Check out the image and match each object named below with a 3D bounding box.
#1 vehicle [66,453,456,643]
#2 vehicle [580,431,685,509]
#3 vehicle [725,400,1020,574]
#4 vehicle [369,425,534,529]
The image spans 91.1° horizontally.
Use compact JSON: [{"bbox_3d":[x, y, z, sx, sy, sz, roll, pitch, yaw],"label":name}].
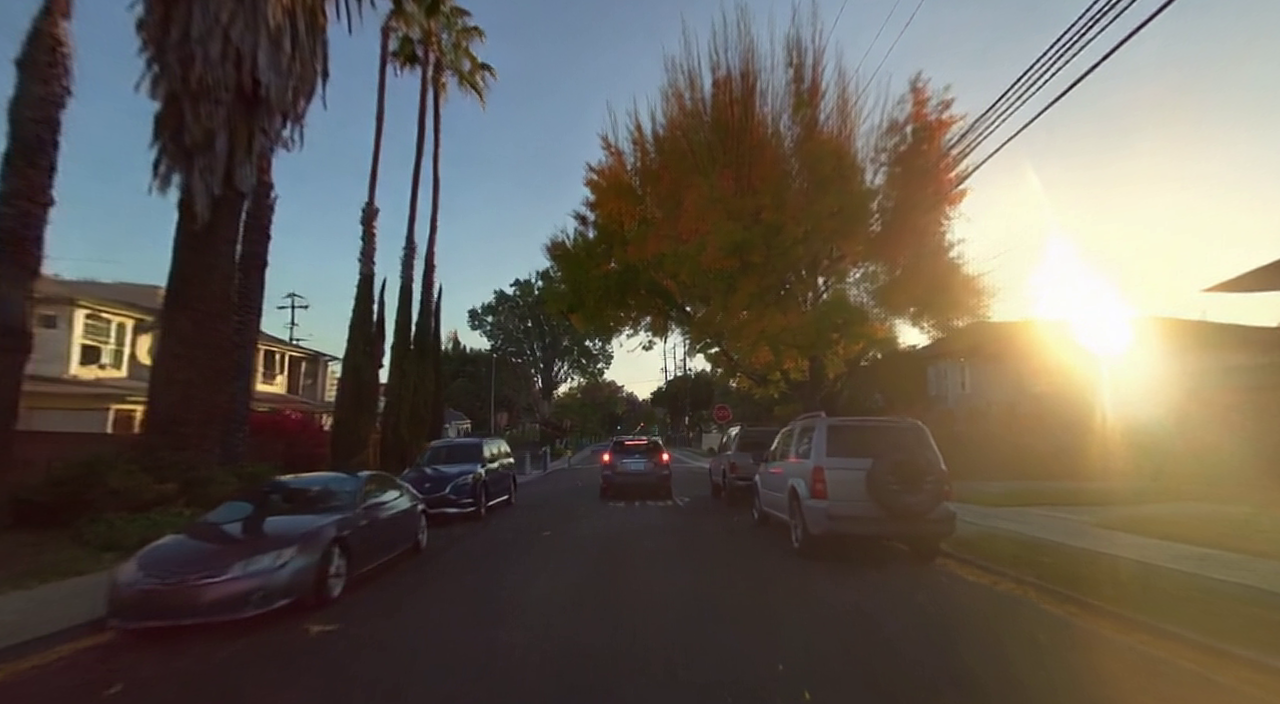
[{"bbox_3d":[-3.347,1.749,6.562,1.728,1.305,3.805,0,-8,-1],"label":"vehicle"},{"bbox_3d":[-0.164,2.578,14.188,2.010,1.499,4.107,0,-8,0],"label":"vehicle"},{"bbox_3d":[2.543,1.644,8.473,2.136,1.650,4.837,0,-8,0],"label":"vehicle"},{"bbox_3d":[-3.387,2.324,12.241,1.965,1.657,4.104,0,-8,-1],"label":"vehicle"}]
